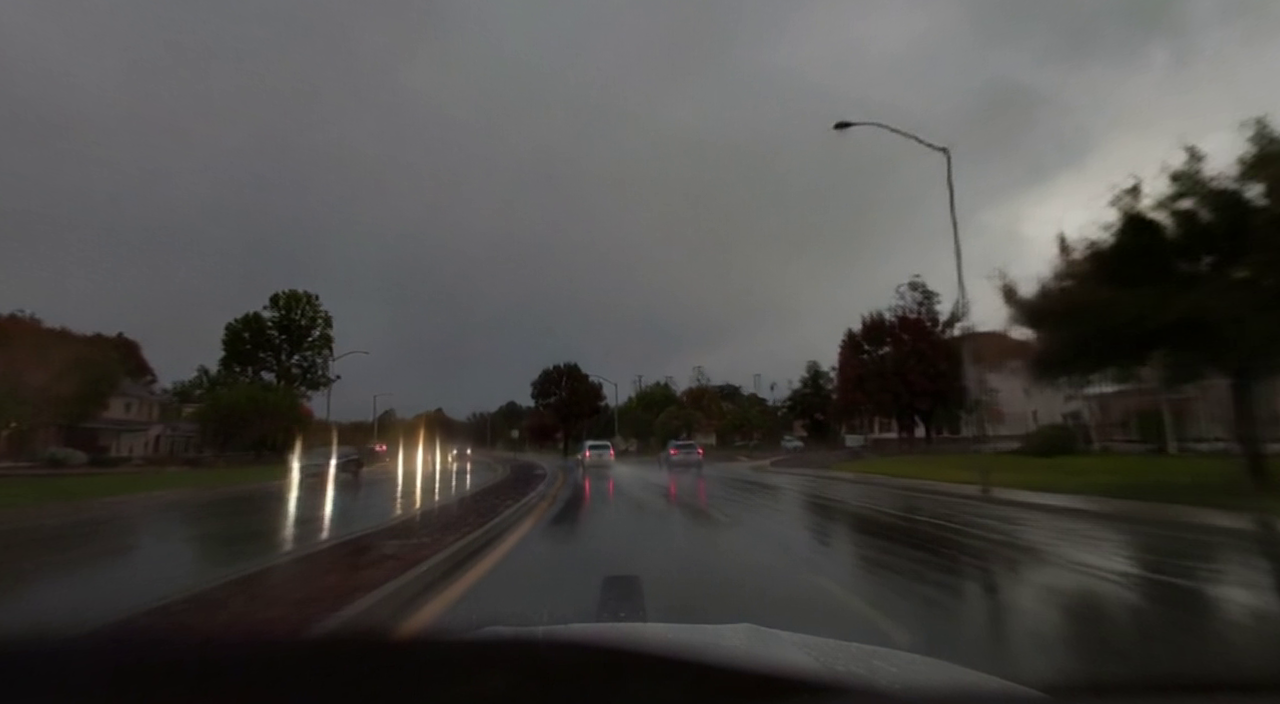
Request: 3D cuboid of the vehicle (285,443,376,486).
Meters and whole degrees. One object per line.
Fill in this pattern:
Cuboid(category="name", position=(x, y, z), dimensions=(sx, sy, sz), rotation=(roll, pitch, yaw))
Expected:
Cuboid(category="vehicle", position=(-14.579, 5.289, 29.946), dimensions=(2.162, 1.848, 5.214), rotation=(1, -9, -7))

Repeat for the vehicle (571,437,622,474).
Cuboid(category="vehicle", position=(-2.346, 5.389, 32.766), dimensions=(2.165, 1.783, 4.391), rotation=(2, -9, -10))

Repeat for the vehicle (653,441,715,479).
Cuboid(category="vehicle", position=(1.839, 4.747, 27.886), dimensions=(1.915, 1.495, 4.880), rotation=(1, -9, -6))
